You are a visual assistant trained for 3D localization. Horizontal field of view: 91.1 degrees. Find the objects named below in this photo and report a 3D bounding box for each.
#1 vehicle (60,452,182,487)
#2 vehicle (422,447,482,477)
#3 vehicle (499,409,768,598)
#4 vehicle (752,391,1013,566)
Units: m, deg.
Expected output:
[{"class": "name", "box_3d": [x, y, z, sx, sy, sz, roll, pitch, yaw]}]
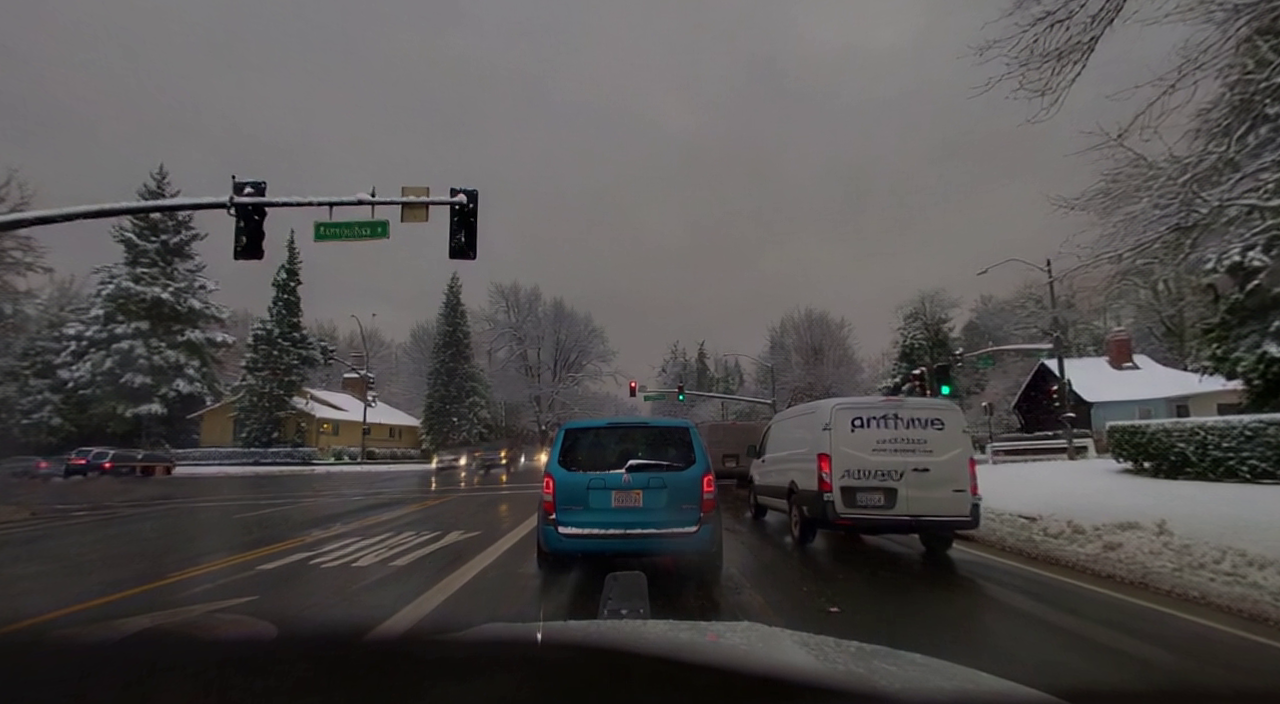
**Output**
[{"class": "vehicle", "box_3d": [-25.256, 5.705, 30.704, 4.073, 1.603, 1.920, 1, -9, -8]}, {"class": "vehicle", "box_3d": [-10.155, 5.952, 34.286, 1.881, 1.515, 4.262, 0, -8, 1]}, {"class": "vehicle", "box_3d": [-0.048, 1.638, 7.698, 2.321, 1.624, 4.367, 0, -8, 0]}, {"class": "vehicle", "box_3d": [3.066, 1.716, 9.135, 2.059, 1.924, 4.257, 0, -8, 0]}]
